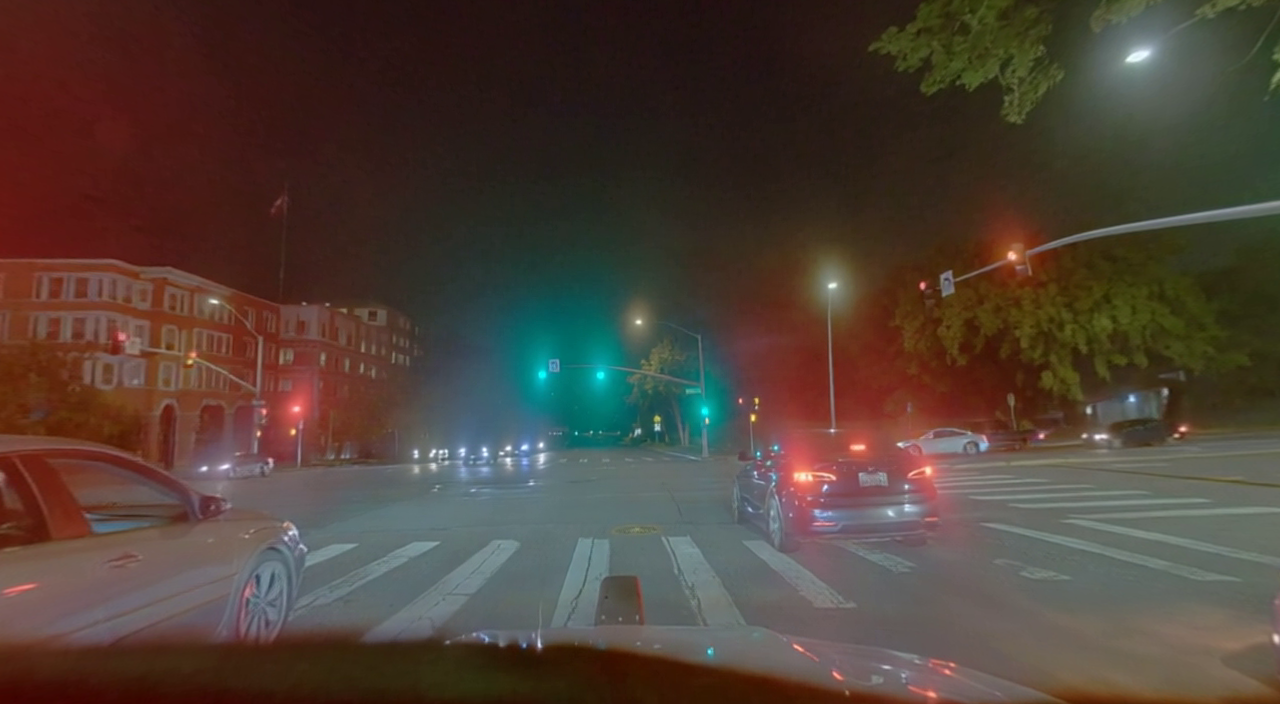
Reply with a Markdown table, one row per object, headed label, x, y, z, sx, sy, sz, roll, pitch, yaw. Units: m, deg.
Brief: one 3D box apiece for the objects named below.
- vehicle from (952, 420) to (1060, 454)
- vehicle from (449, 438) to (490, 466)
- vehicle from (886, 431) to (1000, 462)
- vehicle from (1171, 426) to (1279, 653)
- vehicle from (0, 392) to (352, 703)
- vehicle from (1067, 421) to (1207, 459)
| label | x | y | z | sx | sy | sz | roll | pitch | yaw |
| --- | --- | --- | --- | --- | --- | --- | --- | --- | --- |
| vehicle | 20.147 | 4.711 | 34.934 | 4.611 | 1.797 | 2.096 | 0 | -8 | -2 |
| vehicle | -12.809 | 7.481 | 47.594 | 2.051 | 1.715 | 4.346 | -2 | -6 | -2 |
| vehicle | 15.073 | 4.726 | 31.597 | 4.660 | 1.495 | 2.007 | 0 | -8 | -2 |
| vehicle | 4.962 | 0.988 | 2.561 | 1.949 | 1.449 | 4.530 | -1 | -8 | 5 |
| vehicle | -3.070 | 0.916 | 2.300 | 1.919 | 1.478 | 4.720 | 0 | -8 | -1 |
| vehicle | 20.254 | 3.608 | 25.860 | 4.181 | 1.483 | 1.831 | 0 | -8 | -3 |
